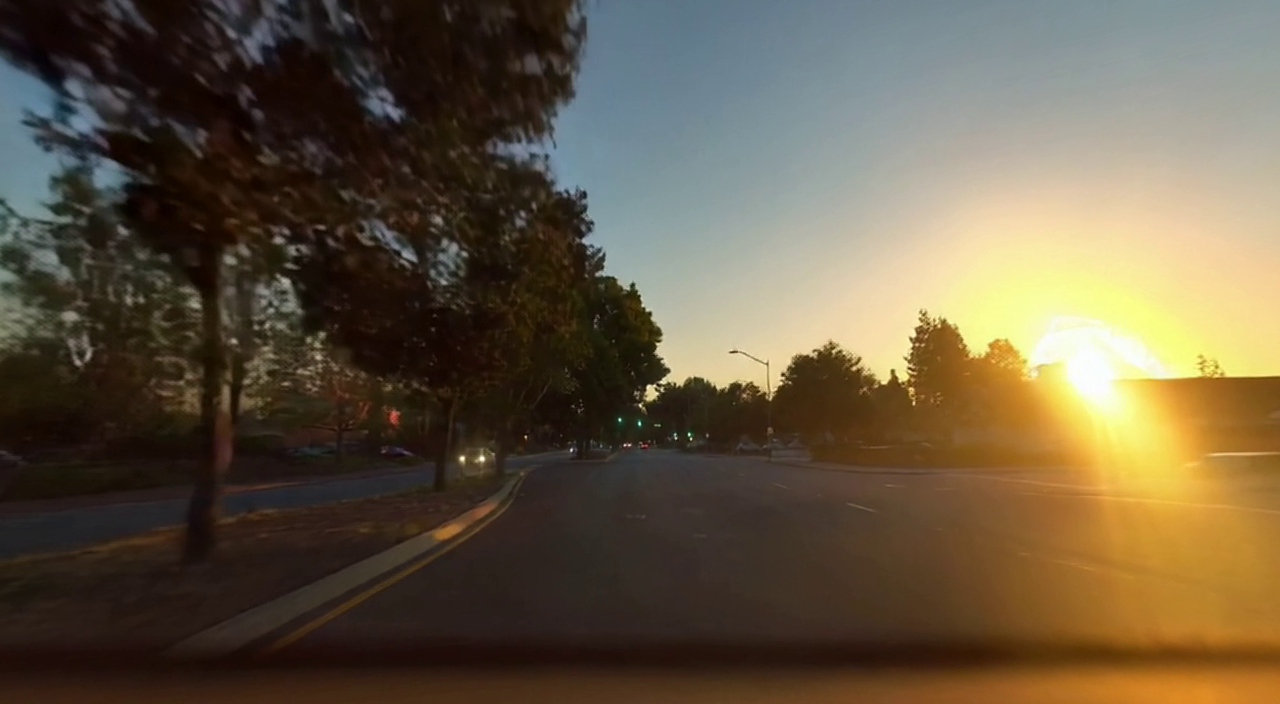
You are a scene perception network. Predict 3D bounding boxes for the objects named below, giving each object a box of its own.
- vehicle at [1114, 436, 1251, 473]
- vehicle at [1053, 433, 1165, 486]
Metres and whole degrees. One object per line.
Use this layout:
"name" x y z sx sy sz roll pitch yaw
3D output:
"vehicle" 25.493 4.813 29.816 1.775 1.592 4.561 7 -11 -41
"vehicle" 16.933 3.888 22.906 2.630 1.808 1.657 -1 -9 3
